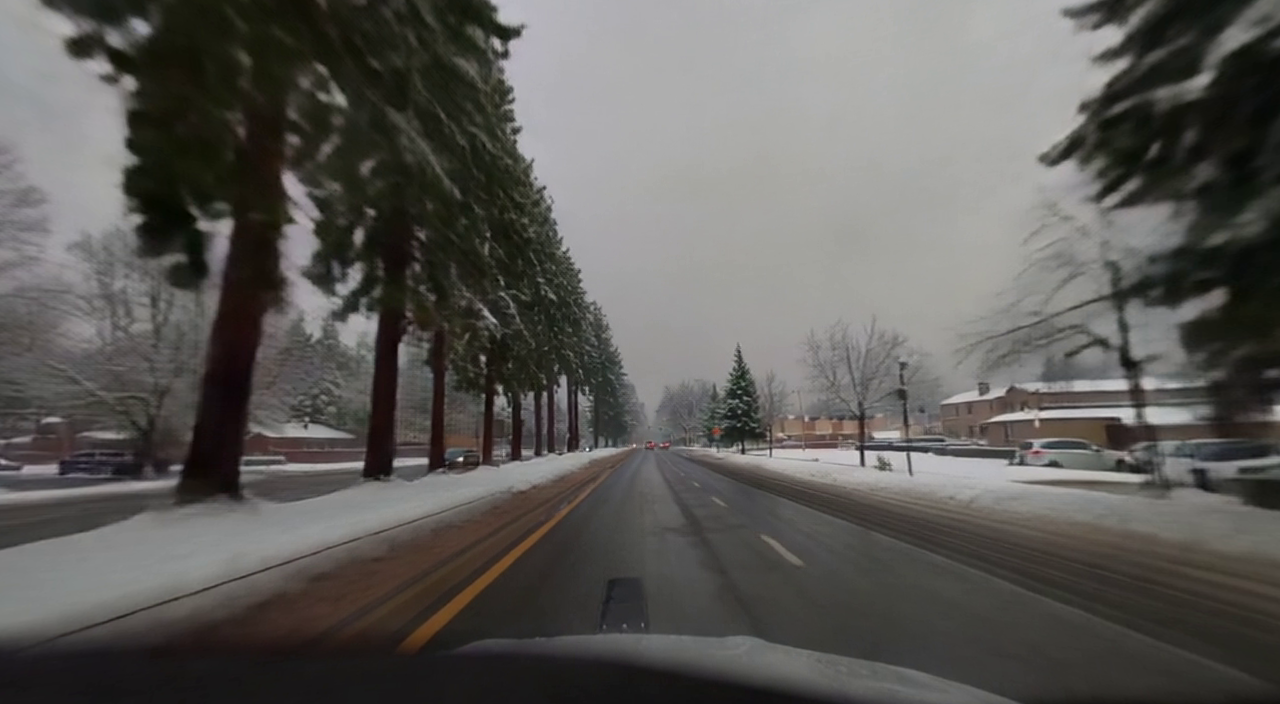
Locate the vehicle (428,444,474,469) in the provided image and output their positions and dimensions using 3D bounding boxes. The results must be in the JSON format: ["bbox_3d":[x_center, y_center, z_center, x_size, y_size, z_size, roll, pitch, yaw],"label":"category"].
[{"bbox_3d":[-13.948,7.708,46.813,2.072,1.712,4.467,0,-8,-1],"label":"vehicle"}]

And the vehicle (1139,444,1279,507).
[{"bbox_3d":[15.182,2.950,15.340,4.246,1.399,2.134,0,-8,-1],"label":"vehicle"}]
